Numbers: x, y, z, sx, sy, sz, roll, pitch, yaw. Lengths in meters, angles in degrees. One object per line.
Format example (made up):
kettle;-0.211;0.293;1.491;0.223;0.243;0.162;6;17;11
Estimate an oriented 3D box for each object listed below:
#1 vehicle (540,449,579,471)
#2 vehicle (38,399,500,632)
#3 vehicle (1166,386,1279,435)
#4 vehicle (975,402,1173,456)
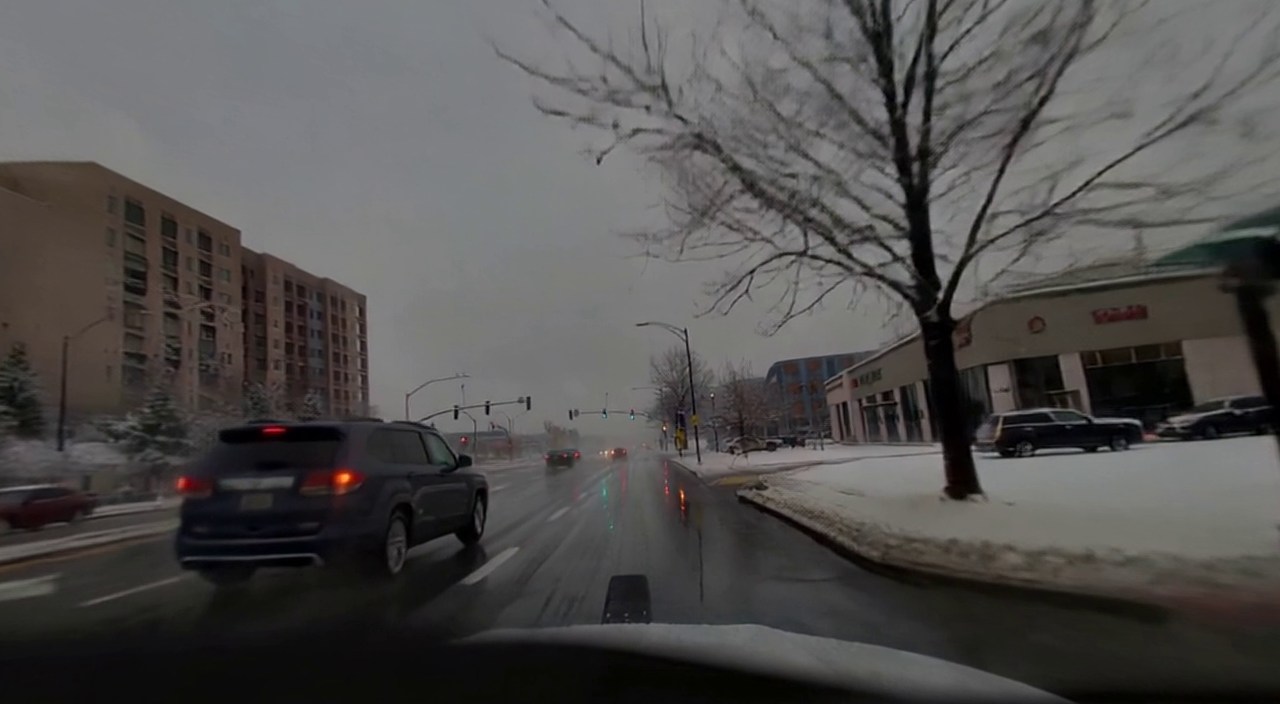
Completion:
vehicle;-5.725;7.717;45.322;2.030;1.488;4.650;-1;-9;2
vehicle;-3.372;1.611;7.301;2.277;1.743;4.893;0;-9;1
vehicle;24.800;2.506;26.046;1.903;1.700;4.934;0;-9;1
vehicle;13.229;2.403;19.446;4.573;1.532;1.983;0;-9;1
